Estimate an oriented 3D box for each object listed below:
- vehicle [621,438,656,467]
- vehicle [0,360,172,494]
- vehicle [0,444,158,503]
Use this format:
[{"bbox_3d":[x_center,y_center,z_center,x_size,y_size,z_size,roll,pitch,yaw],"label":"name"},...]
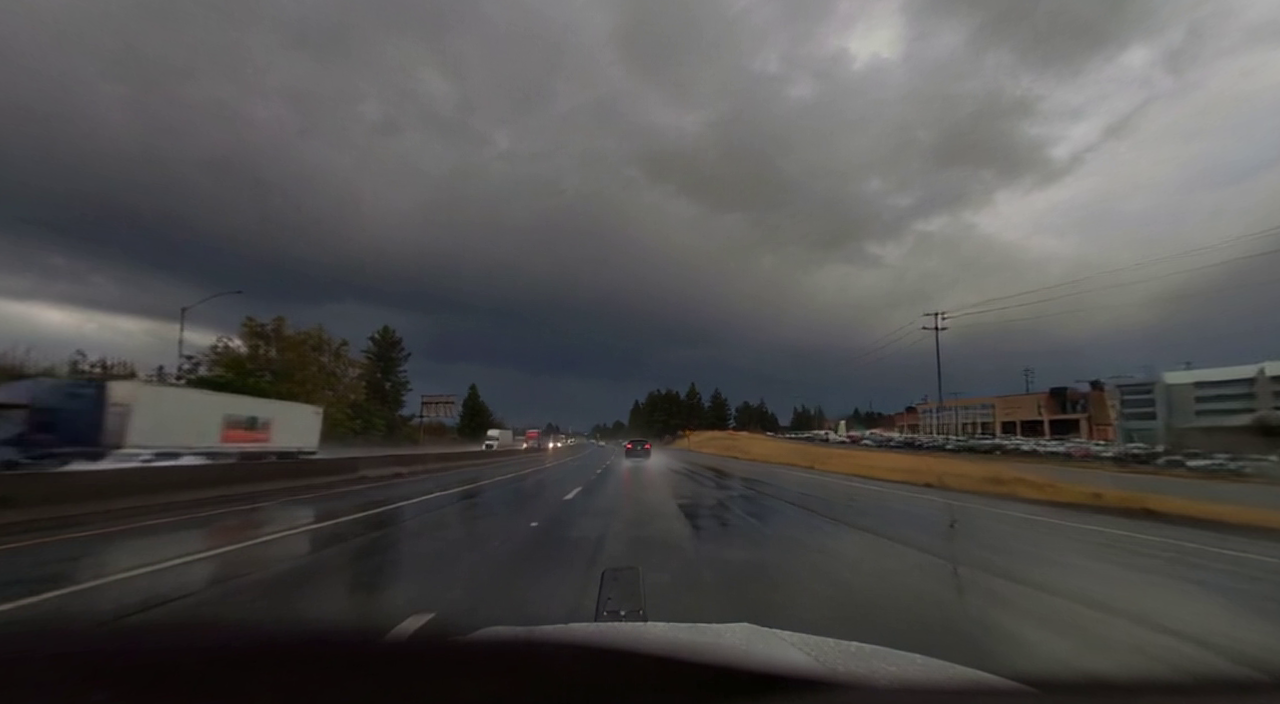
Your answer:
[{"bbox_3d":[-0.128,6.208,38.965,2.029,1.666,4.064,0,-8,-1],"label":"vehicle"},{"bbox_3d":[-21.157,2.701,21.889,3.030,4.070,8.415,0,-8,0],"label":"vehicle"},{"bbox_3d":[-17.206,3.504,18.659,1.988,1.500,4.746,0,-8,0],"label":"vehicle"}]
